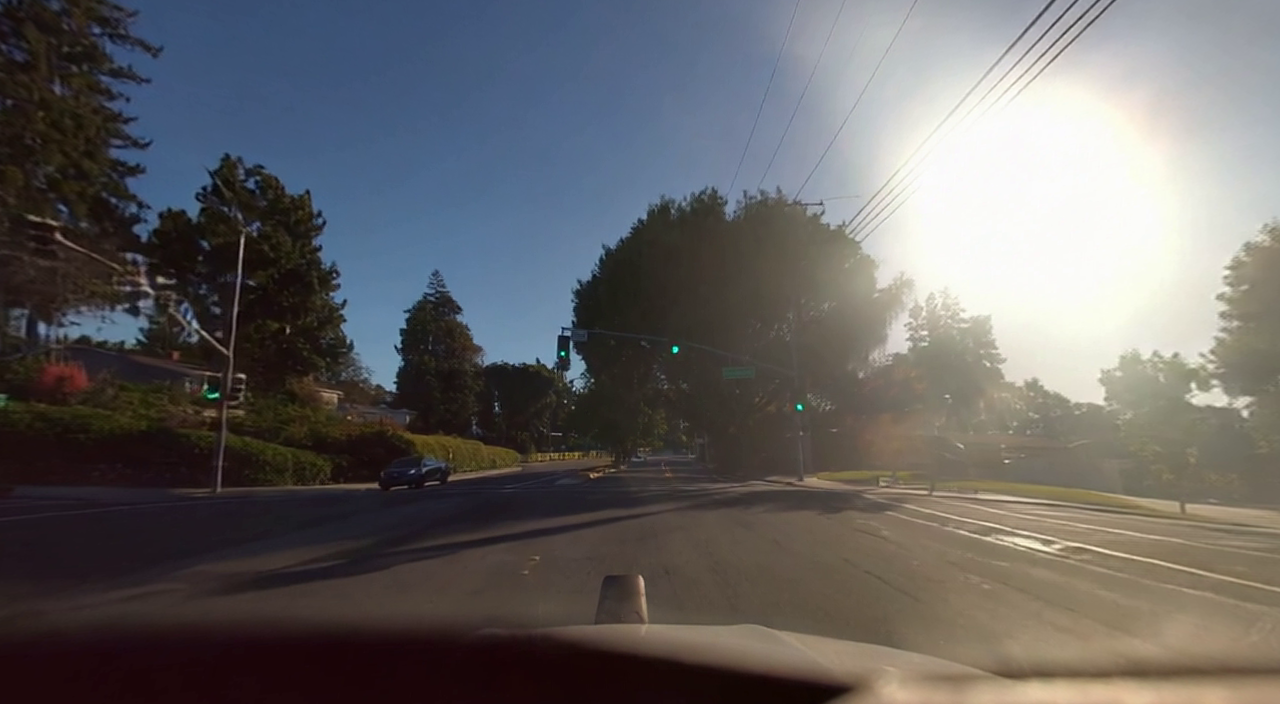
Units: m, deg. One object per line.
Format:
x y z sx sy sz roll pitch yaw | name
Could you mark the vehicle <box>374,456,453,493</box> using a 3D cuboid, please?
-10.355 5.615 29.246 1.983 1.482 4.190 -1 -9 1 | vehicle
